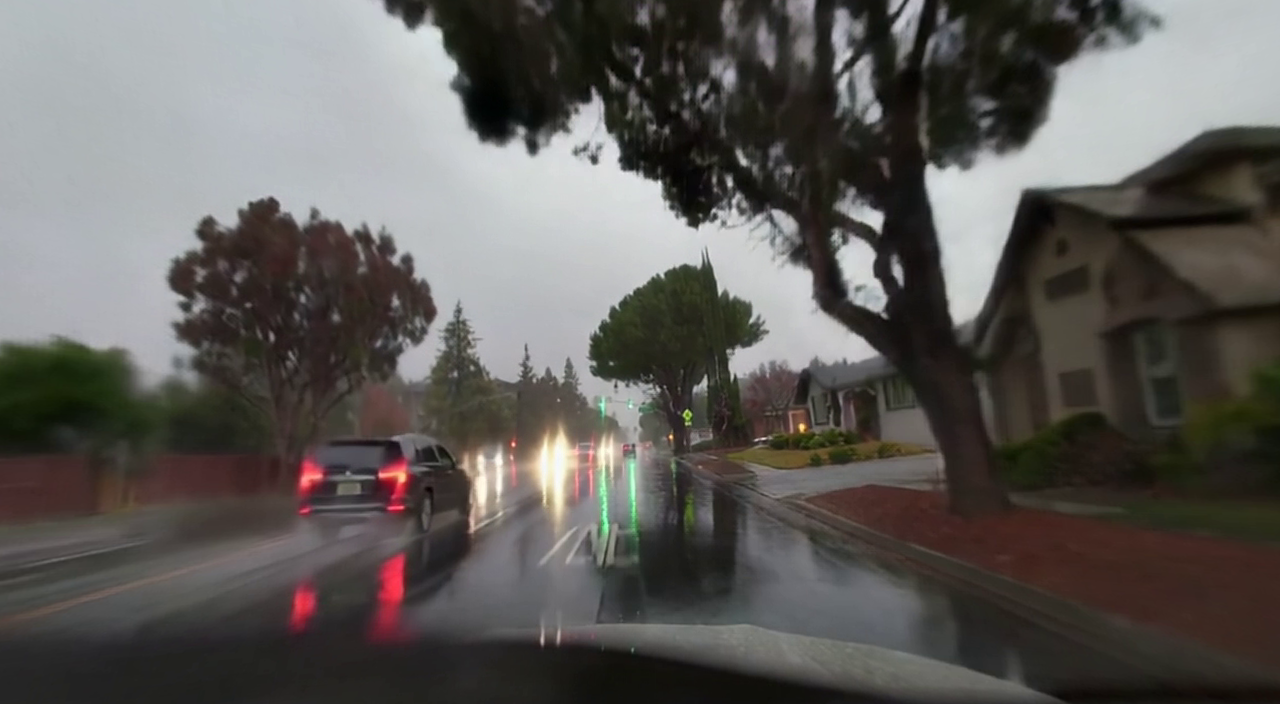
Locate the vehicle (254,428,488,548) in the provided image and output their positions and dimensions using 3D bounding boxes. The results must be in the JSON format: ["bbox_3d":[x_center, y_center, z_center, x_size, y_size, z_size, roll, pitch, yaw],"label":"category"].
[{"bbox_3d":[-4.435,2.308,11.470,2.169,1.706,4.638,0,-9,0],"label":"vehicle"}]
